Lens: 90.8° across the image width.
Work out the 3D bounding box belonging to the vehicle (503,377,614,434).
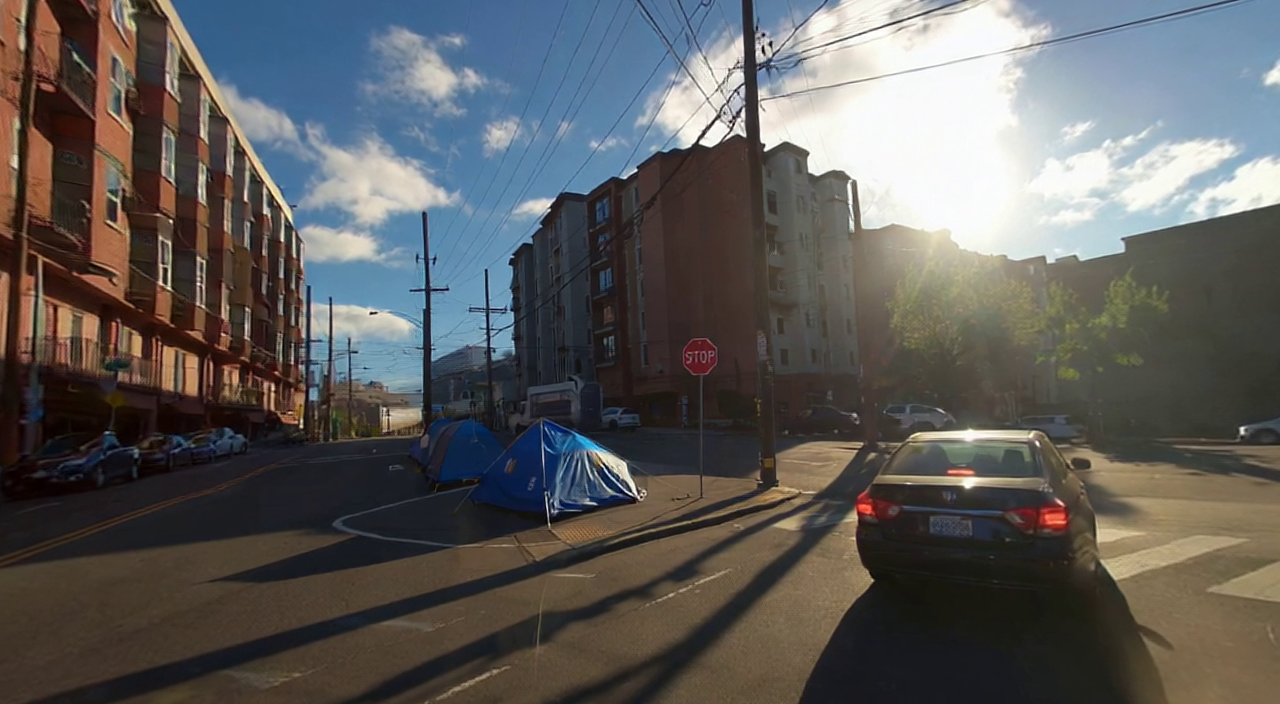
[{"bbox_3d":[-5.085,3.372,38.385,7.172,3.075,2.584,-7,-10,41],"label":"vehicle"}]

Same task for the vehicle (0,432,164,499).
[{"bbox_3d":[-17.179,3.475,19.839,2.054,1.800,5.212,3,-9,-20],"label":"vehicle"}]

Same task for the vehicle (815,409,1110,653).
[{"bbox_3d":[3.467,1.559,6.661,1.945,1.647,4.160,-6,-10,32],"label":"vehicle"}]

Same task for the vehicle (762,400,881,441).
[{"bbox_3d":[7.490,2.930,26.406,4.363,1.511,1.838,-8,-11,42],"label":"vehicle"}]

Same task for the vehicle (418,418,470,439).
[{"bbox_3d":[-15.330,6.012,49.349,2.089,1.506,4.641,7,-11,-41],"label":"vehicle"}]

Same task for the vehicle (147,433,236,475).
[{"bbox_3d":[-20.969,4.779,29.819,2.033,1.755,5.461,3,-9,-20],"label":"vehicle"}]
